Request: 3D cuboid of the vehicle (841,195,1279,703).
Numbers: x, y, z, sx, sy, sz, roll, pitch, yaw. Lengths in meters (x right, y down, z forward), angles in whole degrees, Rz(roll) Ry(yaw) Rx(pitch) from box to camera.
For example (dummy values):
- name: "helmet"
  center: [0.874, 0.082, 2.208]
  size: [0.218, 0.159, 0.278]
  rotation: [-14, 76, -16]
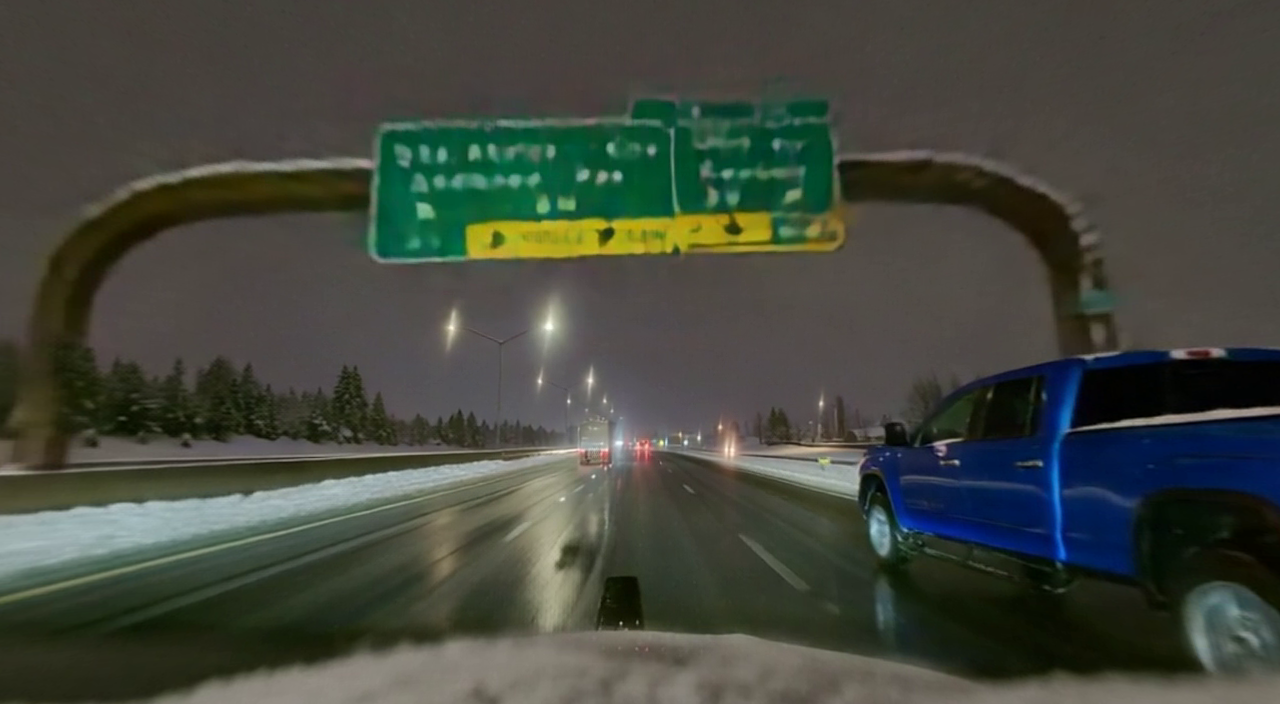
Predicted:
- name: "vehicle"
  center: [3.593, 0.777, 4.034]
  size: [2.593, 2.110, 6.016]
  rotation: [0, -9, 0]
